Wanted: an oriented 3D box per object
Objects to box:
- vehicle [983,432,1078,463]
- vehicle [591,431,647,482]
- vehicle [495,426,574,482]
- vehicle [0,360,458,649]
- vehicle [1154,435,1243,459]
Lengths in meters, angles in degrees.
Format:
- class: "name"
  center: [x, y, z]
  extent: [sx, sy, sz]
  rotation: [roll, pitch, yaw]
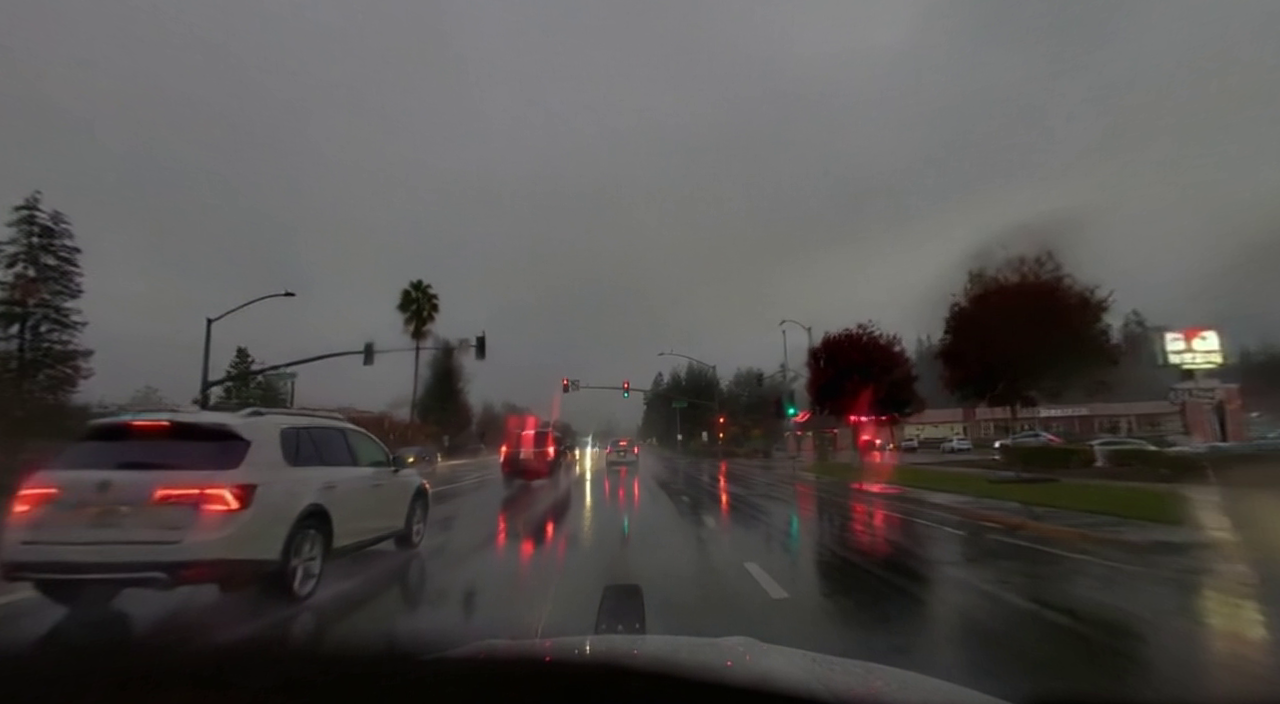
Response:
- class: "vehicle"
  center: [26.558, 6.492, 43.084]
  extent: [5.039, 1.877, 2.076]
  rotation: [-2, -8, -1]
- class: "vehicle"
  center: [-0.809, 4.127, 25.204]
  extent: [2.061, 1.809, 4.141]
  rotation: [0, -8, -1]
- class: "vehicle"
  center: [-4.096, 4.097, 25.640]
  extent: [2.252, 1.999, 5.605]
  rotation: [0, -8, 0]
- class: "vehicle"
  center: [-3.757, 1.346, 6.641]
  extent: [2.159, 1.877, 4.925]
  rotation: [0, -8, 1]
- class: "vehicle"
  center: [38.262, 6.506, 43.324]
  extent: [4.317, 1.517, 1.965]
  rotation: [1, -8, -2]
